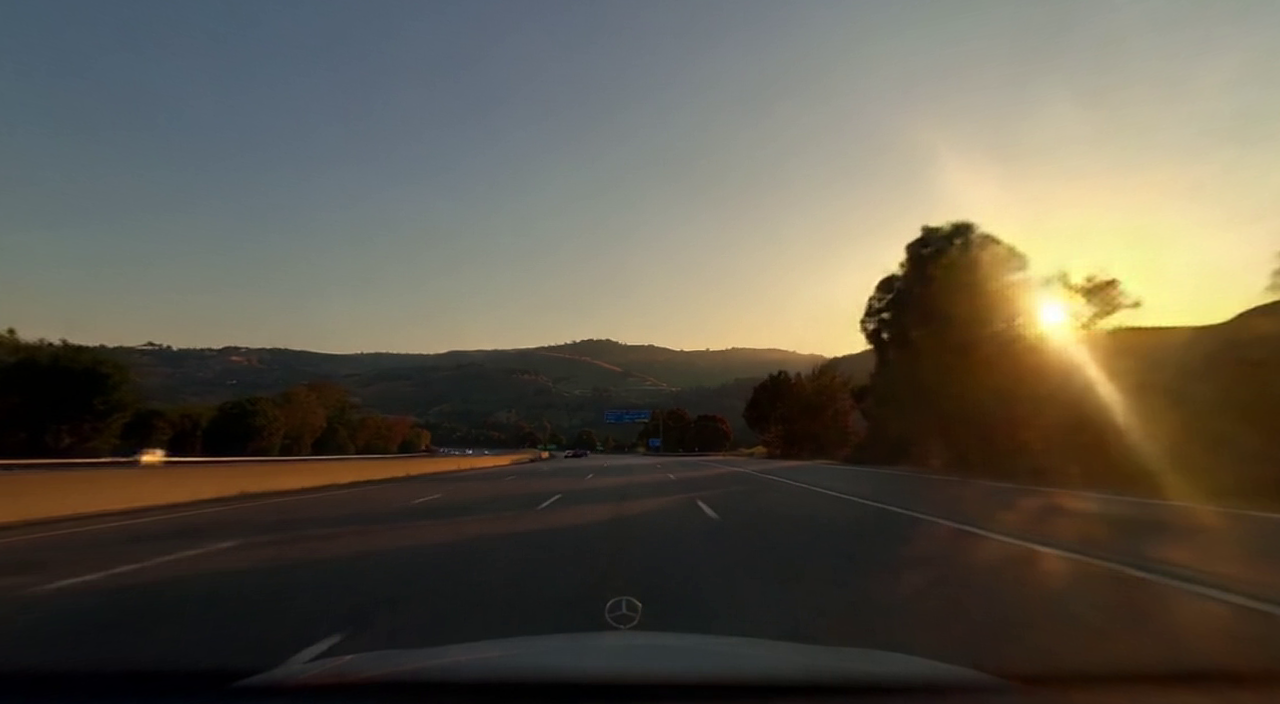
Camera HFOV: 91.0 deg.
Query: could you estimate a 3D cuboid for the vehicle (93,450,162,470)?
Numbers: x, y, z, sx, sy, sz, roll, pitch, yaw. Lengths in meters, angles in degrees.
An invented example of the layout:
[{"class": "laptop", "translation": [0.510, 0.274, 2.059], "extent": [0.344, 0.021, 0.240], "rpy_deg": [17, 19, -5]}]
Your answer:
[{"class": "vehicle", "translation": [-40.441, 8.515, 49.841], "extent": [1.795, 1.516, 4.404], "rpy_deg": [0, -9, 0]}]
